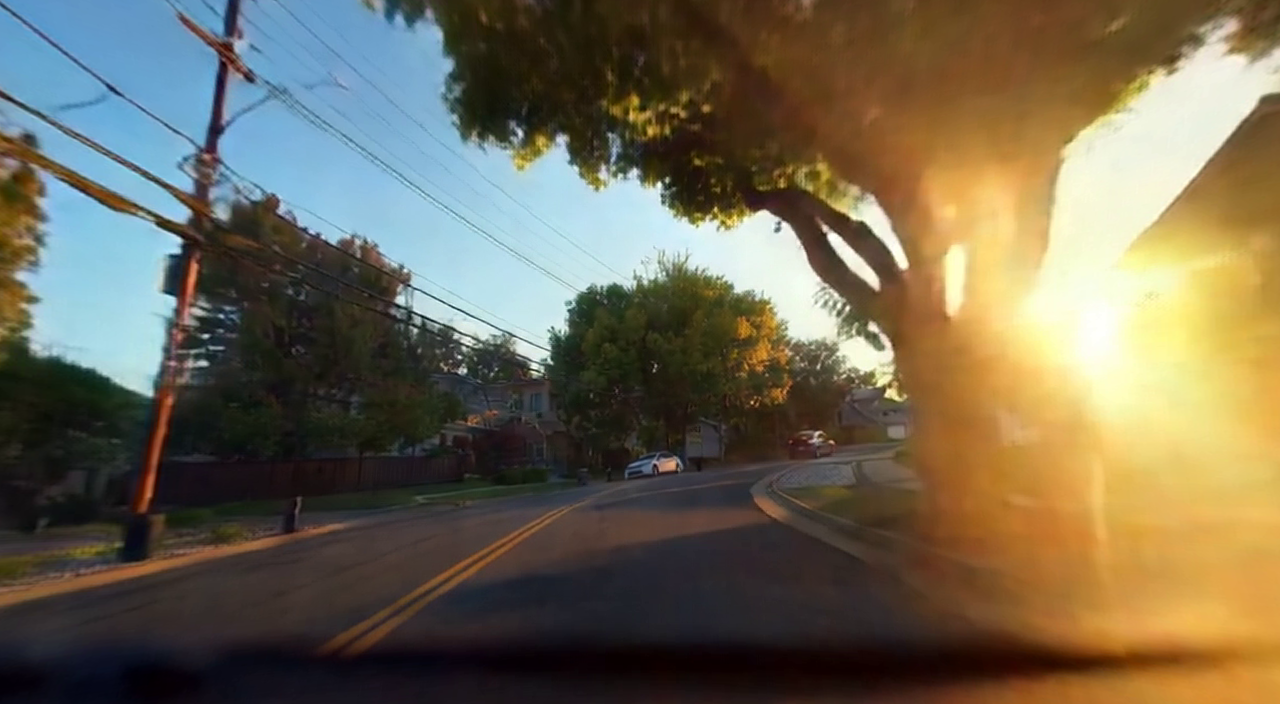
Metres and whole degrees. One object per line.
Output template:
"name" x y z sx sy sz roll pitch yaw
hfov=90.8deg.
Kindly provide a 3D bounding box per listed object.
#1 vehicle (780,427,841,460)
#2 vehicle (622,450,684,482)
"vehicle" 11.055 5.903 40.707 2.086 1.974 4.890 -6 -10 36
"vehicle" 0.907 7.384 41.281 2.039 1.949 4.511 -5 -10 32
